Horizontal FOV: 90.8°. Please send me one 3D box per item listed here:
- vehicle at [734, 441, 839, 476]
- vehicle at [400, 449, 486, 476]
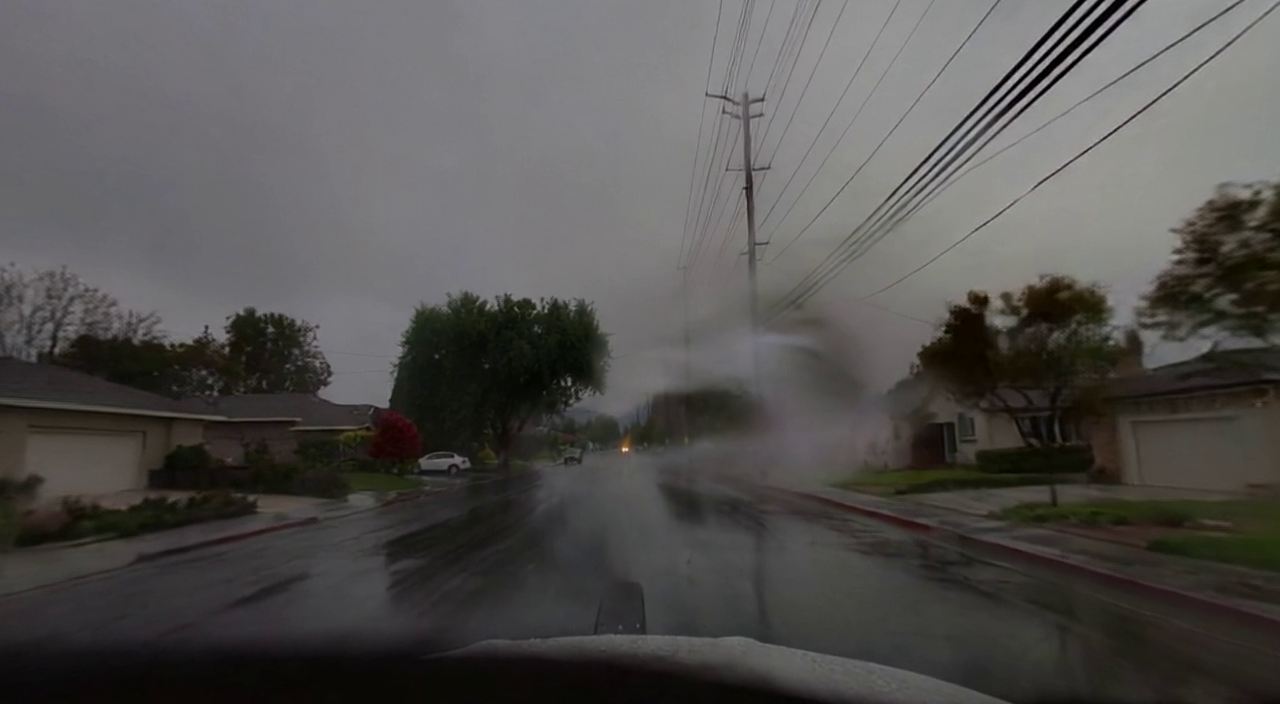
[{"bbox_3d":[9.061,6.643,39.582,5.890,1.896,2.459,-2,-9,-2],"label":"vehicle"},{"bbox_3d":[-11.284,6.369,36.429,4.371,1.482,1.954,0,-9,-3],"label":"vehicle"}]
